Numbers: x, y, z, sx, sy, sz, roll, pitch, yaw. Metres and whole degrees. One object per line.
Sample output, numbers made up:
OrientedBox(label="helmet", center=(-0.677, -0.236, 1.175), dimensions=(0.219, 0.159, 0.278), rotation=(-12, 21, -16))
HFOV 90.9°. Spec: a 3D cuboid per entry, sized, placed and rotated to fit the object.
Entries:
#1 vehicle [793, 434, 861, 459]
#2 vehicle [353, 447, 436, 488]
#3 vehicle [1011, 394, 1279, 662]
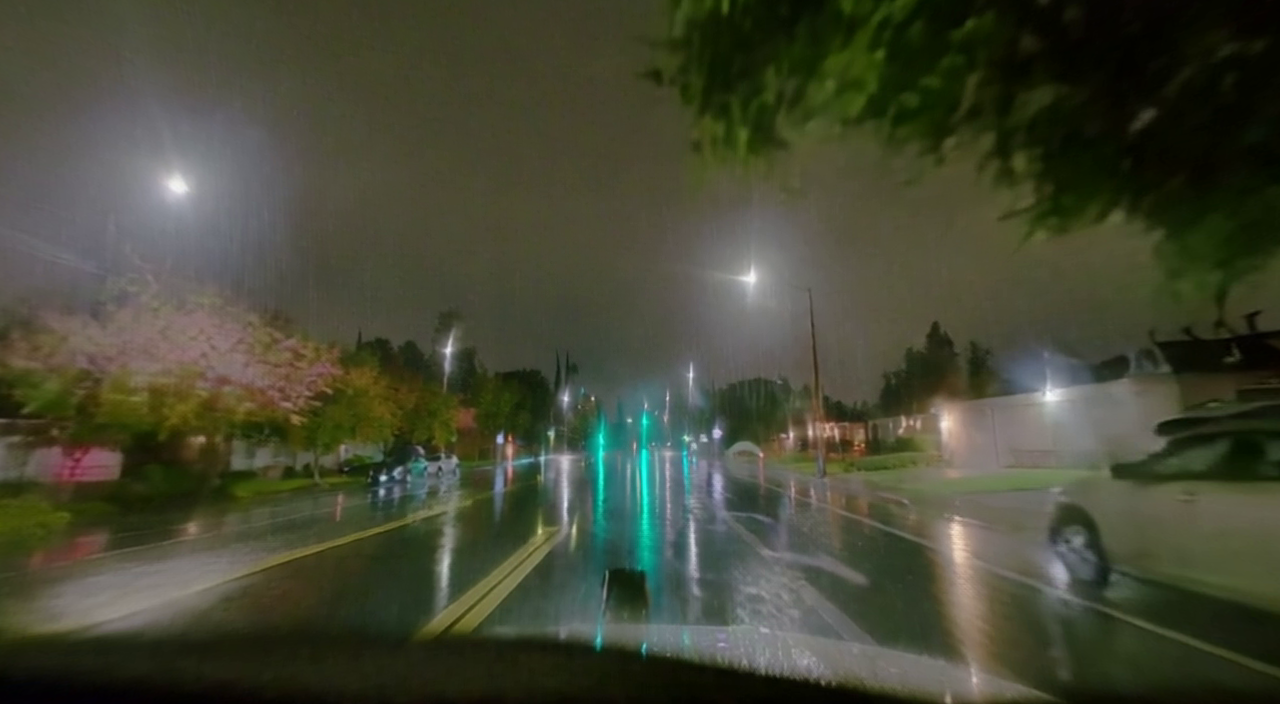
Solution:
OrientedBox(label="vehicle", center=(14.350, 7.275, 48.646), dimensions=(4.907, 1.693, 2.081), rotation=(0, -7, 14))
OrientedBox(label="vehicle", center=(-11.494, 5.397, 29.865), dimensions=(2.023, 1.629, 4.822), rotation=(-1, -8, 0))
OrientedBox(label="vehicle", center=(5.110, 1.176, 4.405), dimensions=(2.104, 1.687, 4.636), rotation=(0, -8, -1))
